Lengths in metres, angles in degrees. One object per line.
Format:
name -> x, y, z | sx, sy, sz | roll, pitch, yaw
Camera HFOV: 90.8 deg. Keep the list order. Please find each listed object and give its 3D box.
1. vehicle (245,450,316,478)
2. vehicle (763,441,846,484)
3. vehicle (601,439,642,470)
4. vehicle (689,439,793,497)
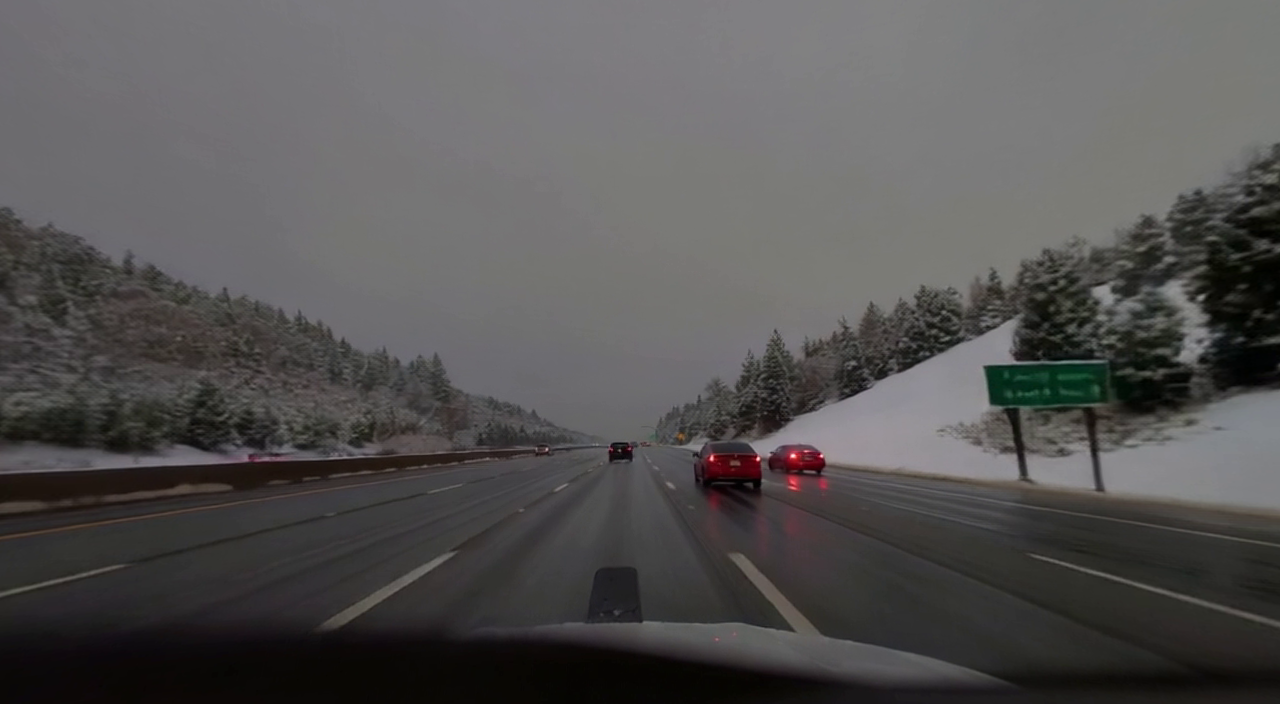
vehicle -> -26.222, 8.164, 46.330 | 2.390, 1.856, 4.803 | 1, -8, 0
vehicle -> 6.102, 4.136, 24.008 | 1.845, 1.452, 4.352 | 0, -8, -2
vehicle -> -1.042, 6.011, 37.162 | 2.277, 1.675, 4.023 | 0, -8, 0
vehicle -> 2.813, 3.363, 18.786 | 2.120, 1.492, 4.734 | 0, -8, -2
